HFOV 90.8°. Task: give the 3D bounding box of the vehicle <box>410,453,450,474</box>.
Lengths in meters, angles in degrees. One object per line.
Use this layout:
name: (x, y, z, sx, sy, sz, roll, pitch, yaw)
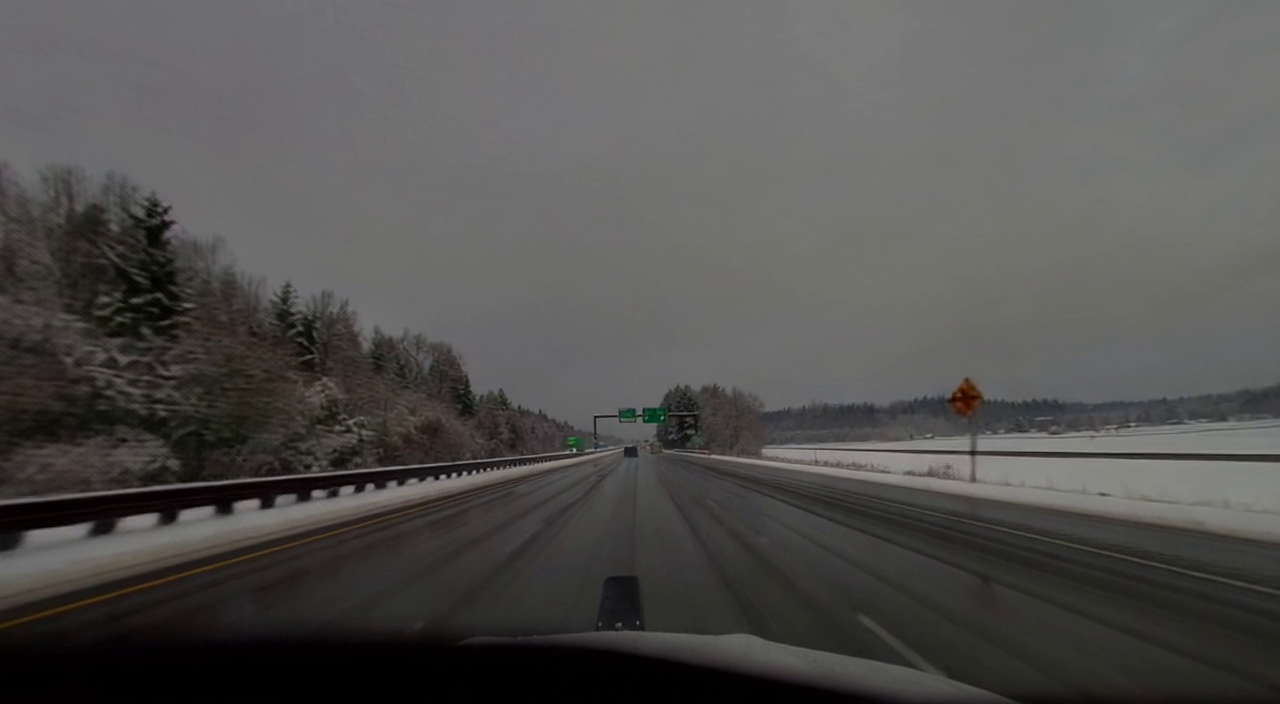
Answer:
vehicle: (-15.590, 8.283, 46.999, 1.635, 1.402, 3.991, 0, -9, 0)
